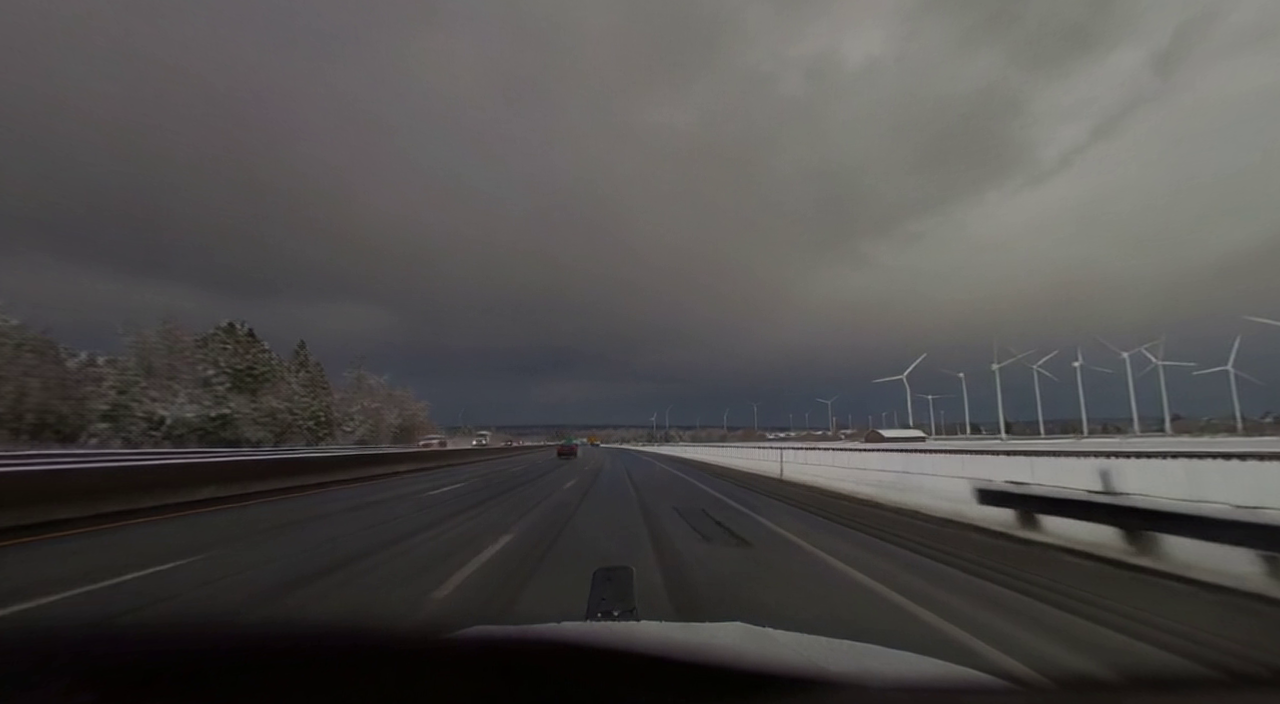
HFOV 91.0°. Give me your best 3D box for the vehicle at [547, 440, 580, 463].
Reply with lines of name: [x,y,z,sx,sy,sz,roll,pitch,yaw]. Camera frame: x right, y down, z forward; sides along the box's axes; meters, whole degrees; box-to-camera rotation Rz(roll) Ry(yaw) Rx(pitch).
vehicle: [-5.434,7.151,45.315,2.053,1.549,4.097,0,-8,-3]
